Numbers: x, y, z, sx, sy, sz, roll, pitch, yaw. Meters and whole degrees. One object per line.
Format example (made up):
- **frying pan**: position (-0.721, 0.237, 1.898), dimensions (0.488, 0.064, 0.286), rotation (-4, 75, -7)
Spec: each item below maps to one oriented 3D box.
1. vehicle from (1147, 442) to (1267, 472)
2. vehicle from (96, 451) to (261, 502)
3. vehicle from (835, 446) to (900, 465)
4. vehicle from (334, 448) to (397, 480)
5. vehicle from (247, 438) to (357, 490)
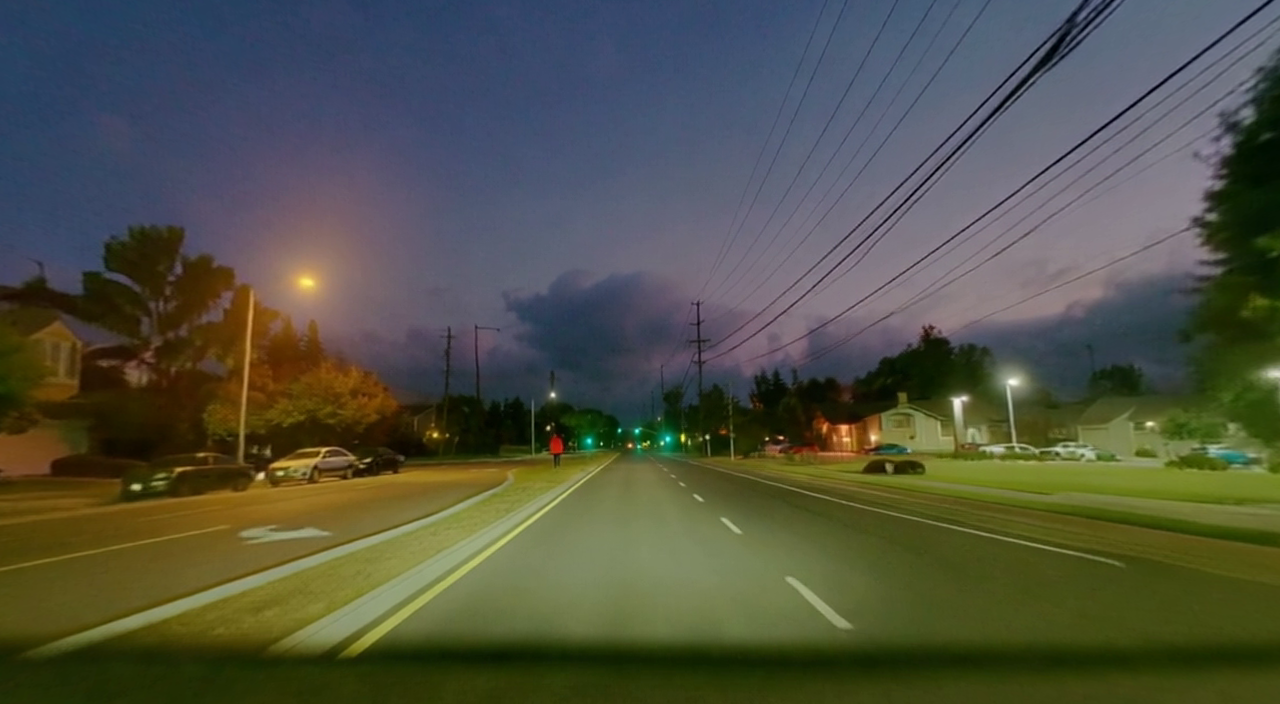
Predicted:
- **vehicle**: position (33.277, 6.157, 37.281), dimensions (1.792, 1.586, 4.905), rotation (0, -9, -17)
- **vehicle**: position (-15.232, 4.094, 21.248), dimensions (2.058, 1.479, 4.519), rotation (0, -9, 1)
- **vehicle**: position (17.493, 7.957, 48.707), dimensions (4.246, 1.427, 2.055), rotation (0, -9, -1)
- **vehicle**: position (-15.435, 6.280, 35.758), dimensions (2.106, 1.517, 4.632), rotation (-4, -8, -9)
- **vehicle**: position (-15.078, 4.988, 28.599), dimensions (2.298, 1.979, 4.920), rotation (-4, -9, 0)
